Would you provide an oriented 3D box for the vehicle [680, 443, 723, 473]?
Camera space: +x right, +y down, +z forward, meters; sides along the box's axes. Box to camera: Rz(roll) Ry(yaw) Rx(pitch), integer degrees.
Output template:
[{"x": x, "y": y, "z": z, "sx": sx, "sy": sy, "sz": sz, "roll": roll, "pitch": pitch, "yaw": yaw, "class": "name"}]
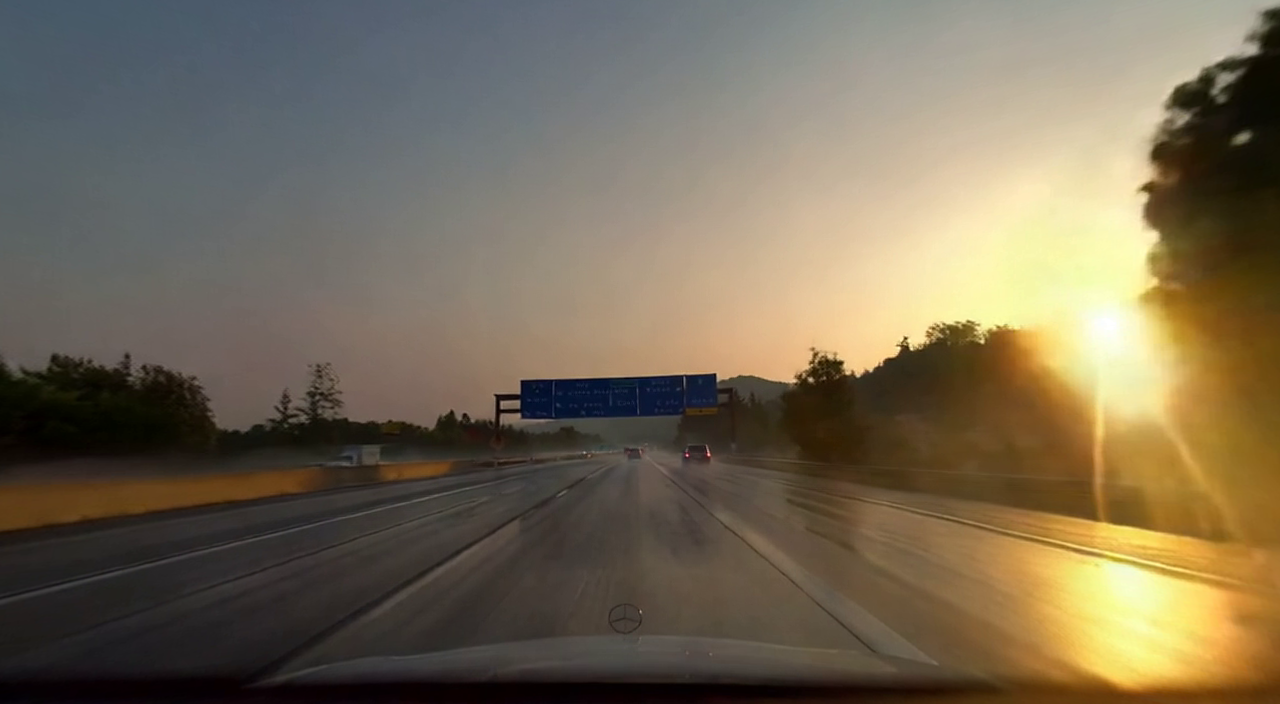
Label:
[{"x": 3.753, "y": 6.559, "z": 39.326, "sx": 2.133, "sy": 1.746, "sz": 4.511, "roll": 0, "pitch": -9, "yaw": 0, "class": "vehicle"}]
